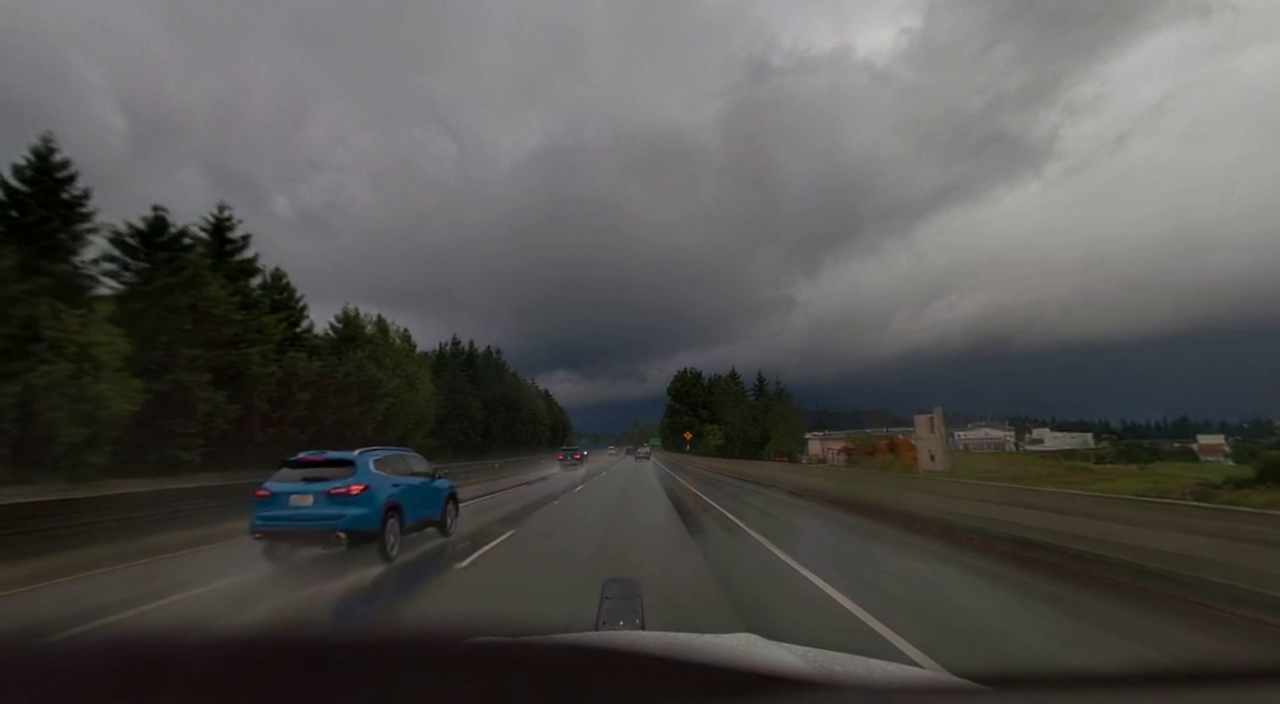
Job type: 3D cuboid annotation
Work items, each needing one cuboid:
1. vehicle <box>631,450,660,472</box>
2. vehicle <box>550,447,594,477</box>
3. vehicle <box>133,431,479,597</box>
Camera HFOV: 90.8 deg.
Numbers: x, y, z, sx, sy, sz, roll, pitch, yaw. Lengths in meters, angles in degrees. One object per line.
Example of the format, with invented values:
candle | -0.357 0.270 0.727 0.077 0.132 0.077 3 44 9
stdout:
vehicle | 0.406 7.985 46.435 2.046 1.452 4.407 0 -9 0
vehicle | -3.975 6.496 37.667 2.100 1.667 4.223 0 -9 1
vehicle | -3.644 1.828 8.022 2.034 1.520 4.236 0 -9 1
